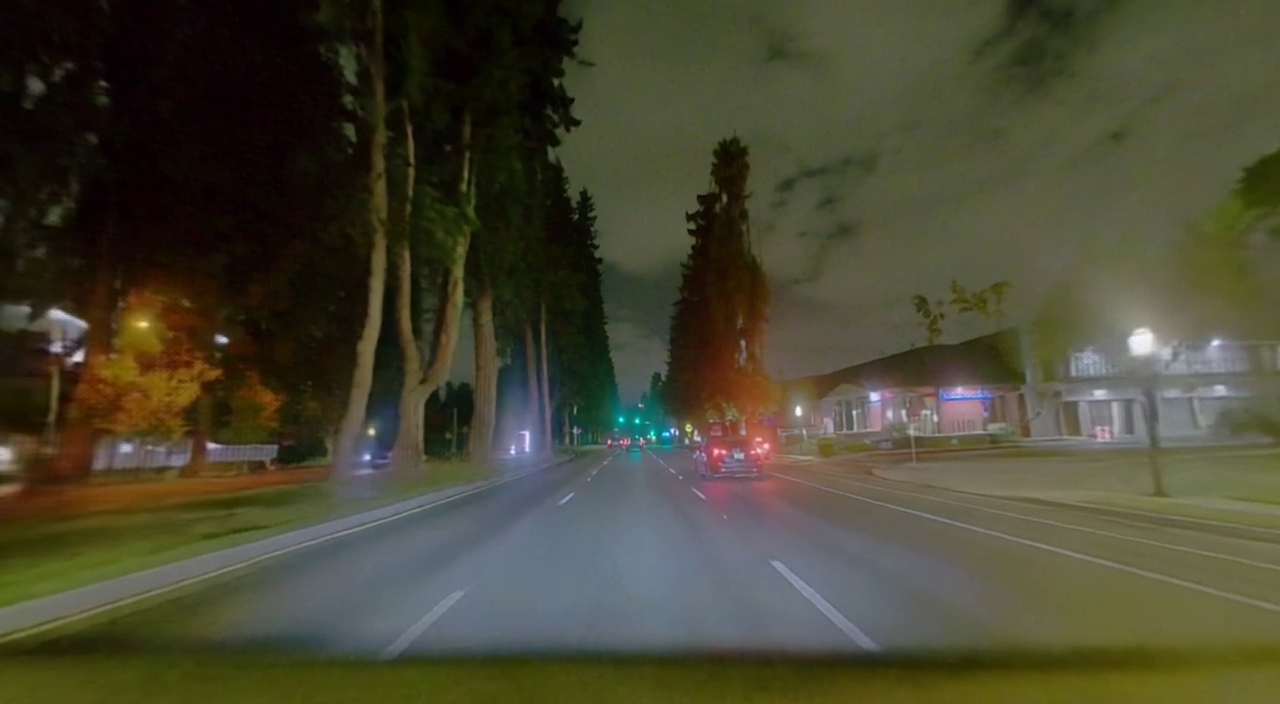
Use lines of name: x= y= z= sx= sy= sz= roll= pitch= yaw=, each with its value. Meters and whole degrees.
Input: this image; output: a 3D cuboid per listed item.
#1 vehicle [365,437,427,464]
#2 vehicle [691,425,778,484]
vehicle: x=-14.421 y=5.849 z=37.418 sx=1.862 sy=1.485 sz=4.611 roll=0 pitch=-8 yaw=0
vehicle: x=2.862 y=3.225 z=20.038 sx=2.022 sy=1.656 sz=4.025 roll=0 pitch=-8 yaw=-2
